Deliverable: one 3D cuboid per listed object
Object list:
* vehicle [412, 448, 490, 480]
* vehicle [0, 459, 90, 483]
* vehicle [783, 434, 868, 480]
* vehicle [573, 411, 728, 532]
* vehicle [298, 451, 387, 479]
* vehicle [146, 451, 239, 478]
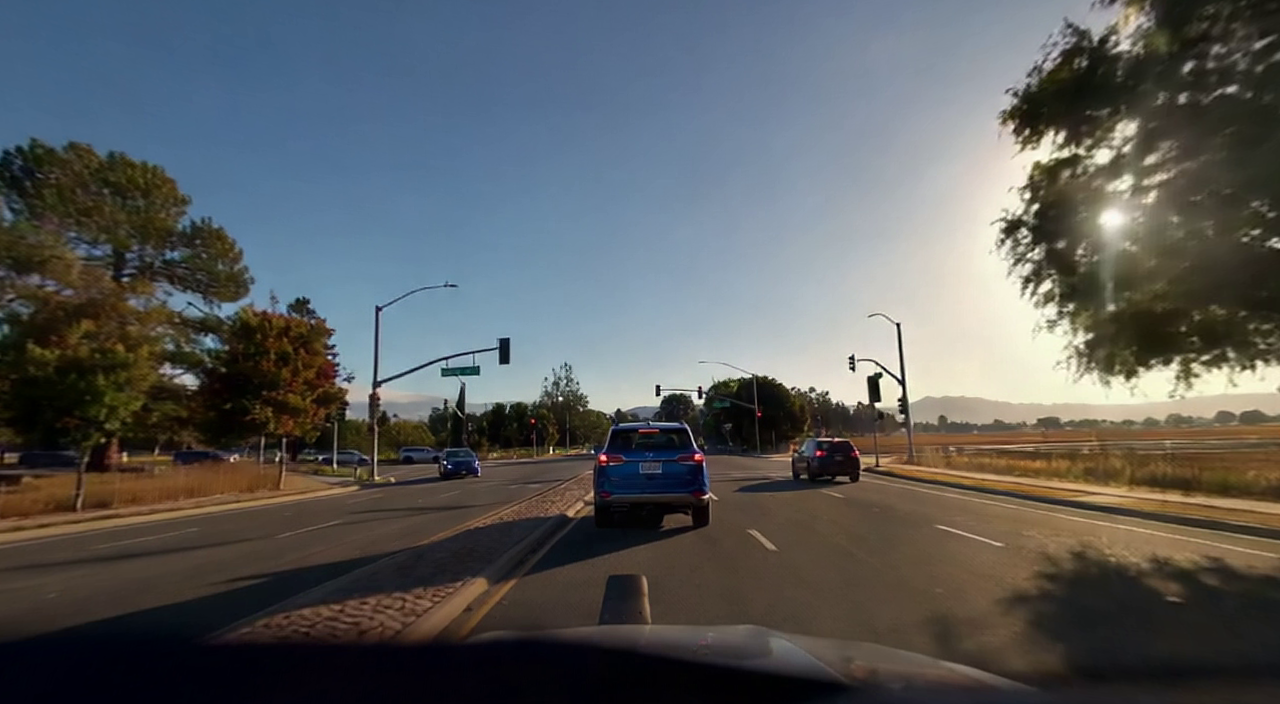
[{"bbox_3d":[-9.722,5.647,32.233,2.425,1.480,4.707,5,-10,-34],"label":"vehicle"},{"bbox_3d":[-38.846,7.660,40.730,4.559,1.458,2.265,-1,-8,2],"label":"vehicle"},{"bbox_3d":[7.258,4.143,25.185,2.012,1.636,4.352,0,-8,0],"label":"vehicle"},{"bbox_3d":[0.155,2.080,11.472,2.298,1.770,4.138,0,-8,0],"label":"vehicle"},{"bbox_3d":[-18.313,6.913,38.857,4.510,1.606,2.192,-2,-9,15],"label":"vehicle"},{"bbox_3d":[-29.407,7.409,41.511,4.608,1.680,2.026,-1,-8,3],"label":"vehicle"}]
